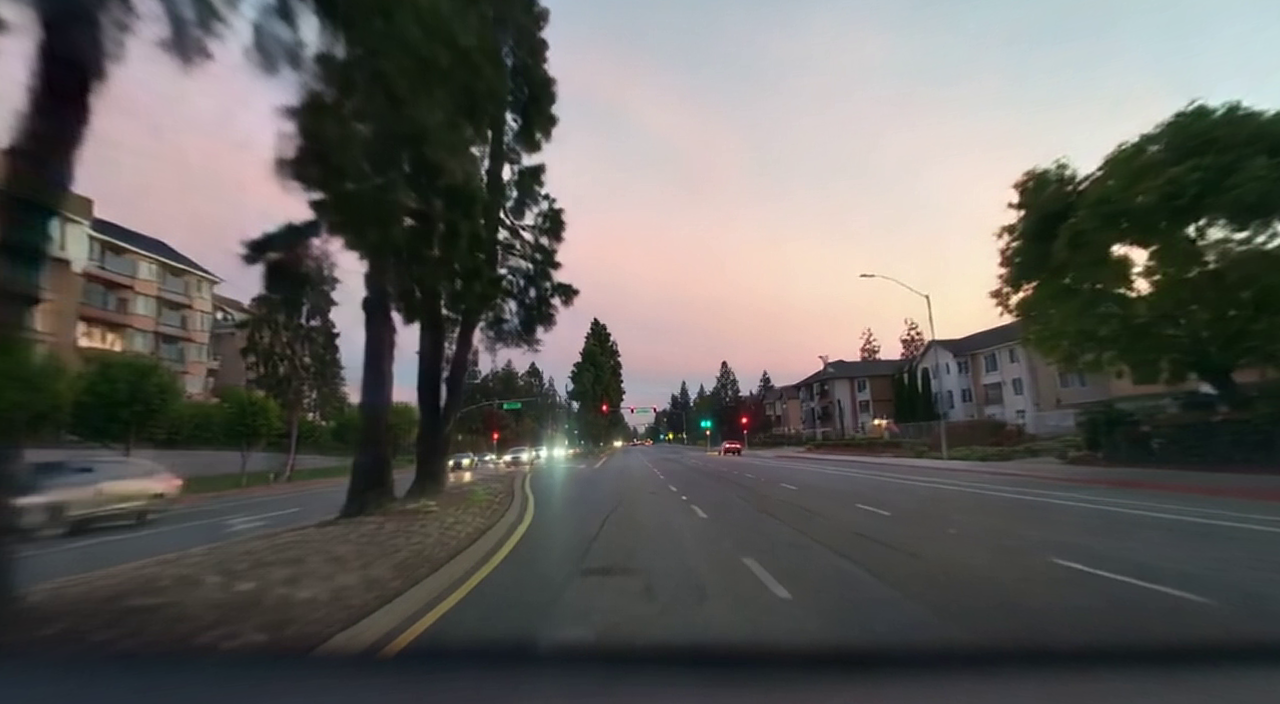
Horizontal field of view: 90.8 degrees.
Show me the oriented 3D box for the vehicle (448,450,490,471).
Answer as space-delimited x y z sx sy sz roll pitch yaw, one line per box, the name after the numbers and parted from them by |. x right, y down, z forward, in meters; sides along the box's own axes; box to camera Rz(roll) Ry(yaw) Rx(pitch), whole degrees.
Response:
-13.273 8.443 49.395 1.973 1.485 4.616 0 -9 0 | vehicle

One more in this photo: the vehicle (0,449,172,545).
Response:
-13.869 3.243 14.884 2.038 1.857 5.078 0 -9 -4 | vehicle
